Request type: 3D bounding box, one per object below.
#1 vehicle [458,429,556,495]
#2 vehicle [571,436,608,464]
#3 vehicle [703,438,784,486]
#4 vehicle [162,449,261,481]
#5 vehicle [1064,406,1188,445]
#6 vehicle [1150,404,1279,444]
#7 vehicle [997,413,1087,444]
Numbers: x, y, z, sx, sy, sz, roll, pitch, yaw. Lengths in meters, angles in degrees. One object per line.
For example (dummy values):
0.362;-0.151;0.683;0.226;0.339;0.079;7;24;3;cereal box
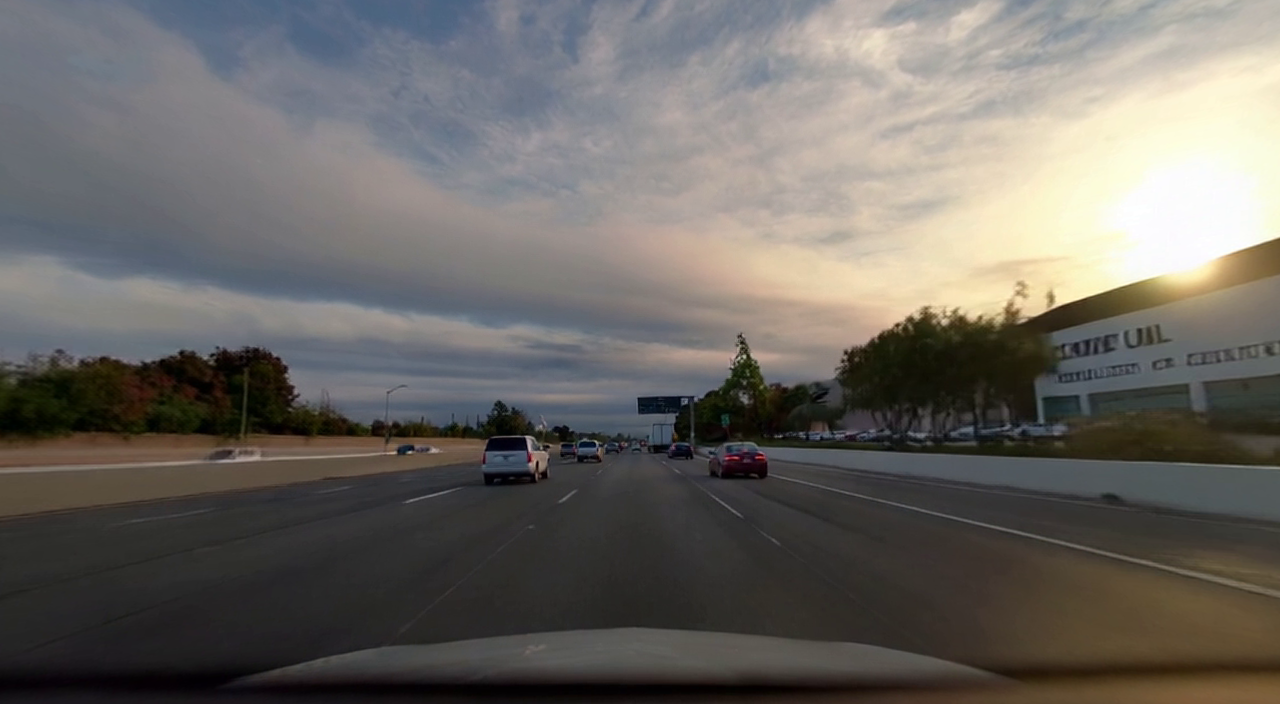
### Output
-3.898;3.321;19.399;1.987;1.765;4.508;0;-8;0;vehicle
-3.782;7.458;48.186;2.410;1.981;5.355;0;-8;0;vehicle
3.568;3.872;22.641;1.957;1.510;4.643;0;-8;-2;vehicle
-21.300;5.618;31.659;1.902;1.434;4.351;0;-8;0;vehicle
27.635;4.299;36.300;2.098;1.922;6.223;-1;-9;-1;vehicle
32.569;4.164;36.010;2.264;1.993;5.565;-1;-9;0;vehicle
27.528;5.362;43.569;2.235;1.862;5.983;-1;-9;0;vehicle
